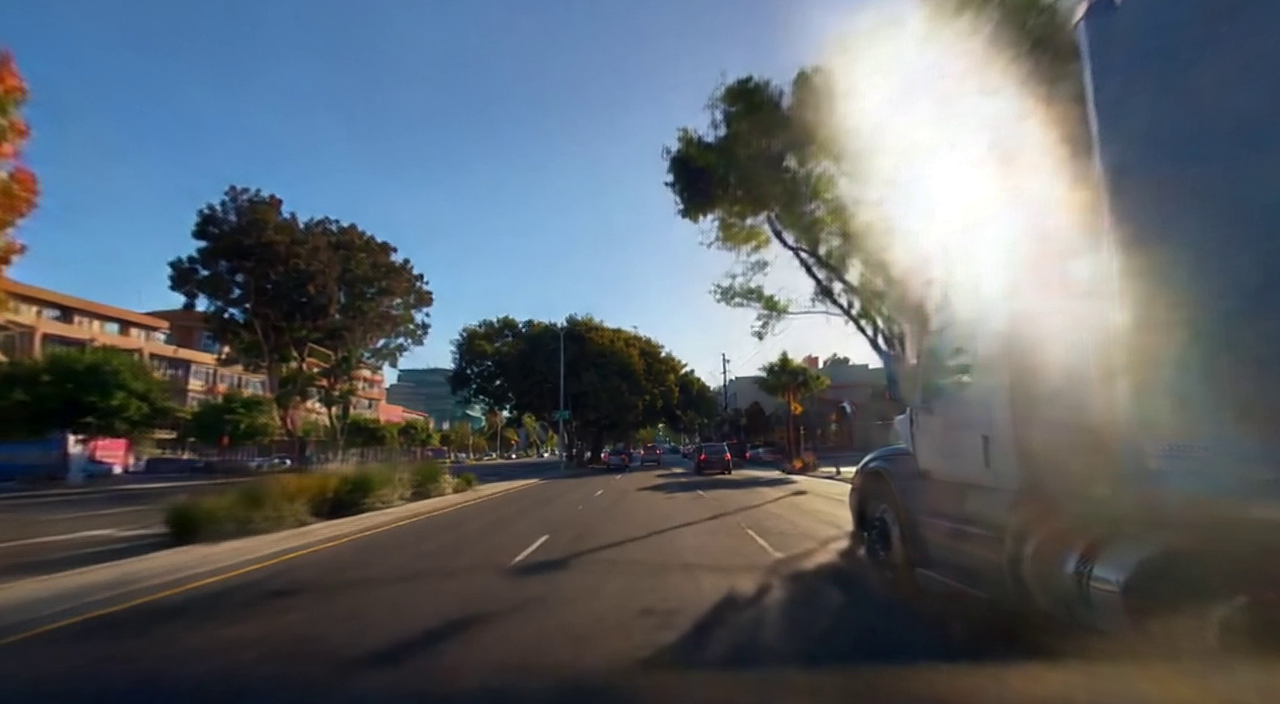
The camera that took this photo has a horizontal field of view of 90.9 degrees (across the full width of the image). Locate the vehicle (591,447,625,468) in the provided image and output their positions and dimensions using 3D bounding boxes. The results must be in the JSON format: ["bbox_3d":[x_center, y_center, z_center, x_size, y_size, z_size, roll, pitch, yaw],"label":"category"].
[{"bbox_3d":[-2.393,8.106,48.601,2.211,1.537,4.666,0,-8,2],"label":"vehicle"}]

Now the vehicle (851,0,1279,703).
[{"bbox_3d":[3.596,-0.213,2.409,3.006,3.679,8.506,-1,-8,3],"label":"vehicle"}]

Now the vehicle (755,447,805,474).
[{"bbox_3d":[8.346,6.510,37.930,2.006,1.484,4.289,0,-8,0],"label":"vehicle"}]

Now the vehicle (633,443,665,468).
[{"bbox_3d":[0.674,7.561,46.125,2.276,1.704,3.925,0,-8,1],"label":"vehicle"}]

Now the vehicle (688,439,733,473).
[{"bbox_3d":[4.146,6.214,37.981,2.196,1.908,4.412,0,-8,0],"label":"vehicle"}]
